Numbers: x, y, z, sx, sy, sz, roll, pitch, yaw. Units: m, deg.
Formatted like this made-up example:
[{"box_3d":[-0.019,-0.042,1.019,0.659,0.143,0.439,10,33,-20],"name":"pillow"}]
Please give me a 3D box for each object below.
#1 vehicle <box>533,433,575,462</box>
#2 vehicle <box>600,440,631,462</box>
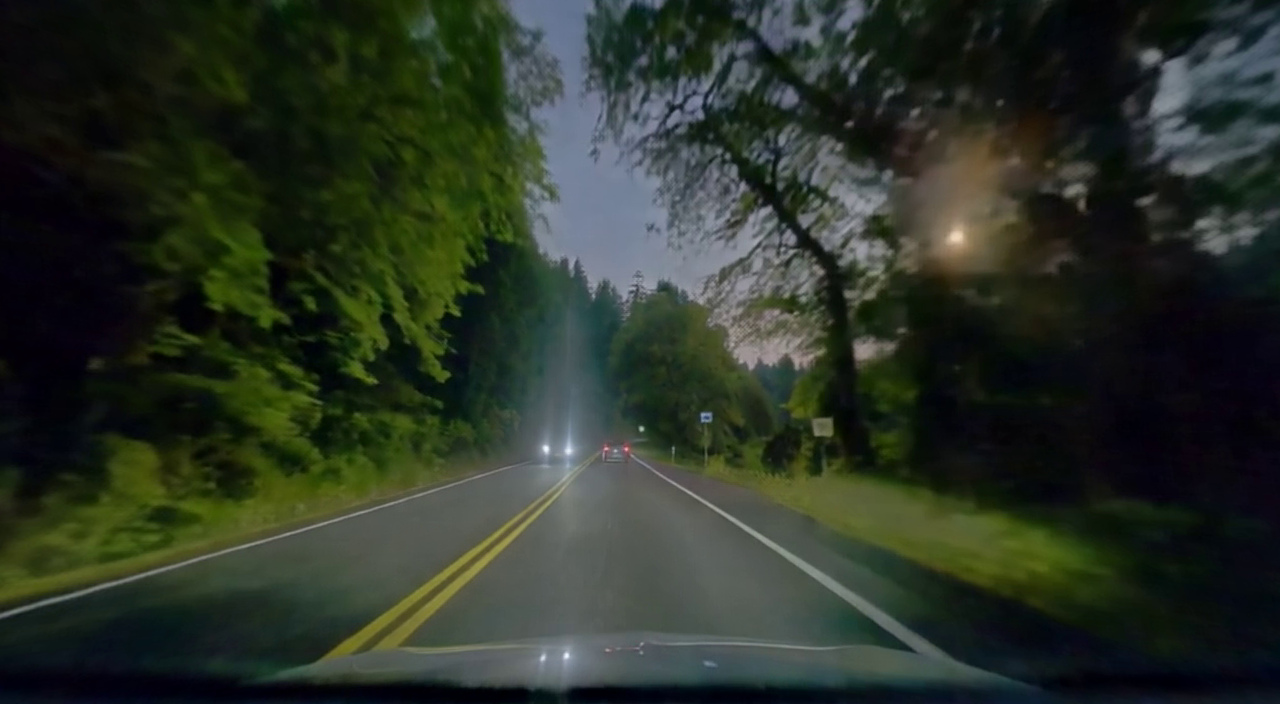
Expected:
[{"box_3d":[-5.676,6.419,42.495,2.223,1.836,5.392,0,-8,-2],"name":"vehicle"},{"box_3d":[-1.773,7.105,45.534,2.120,1.491,4.349,0,-8,-3],"name":"vehicle"}]
